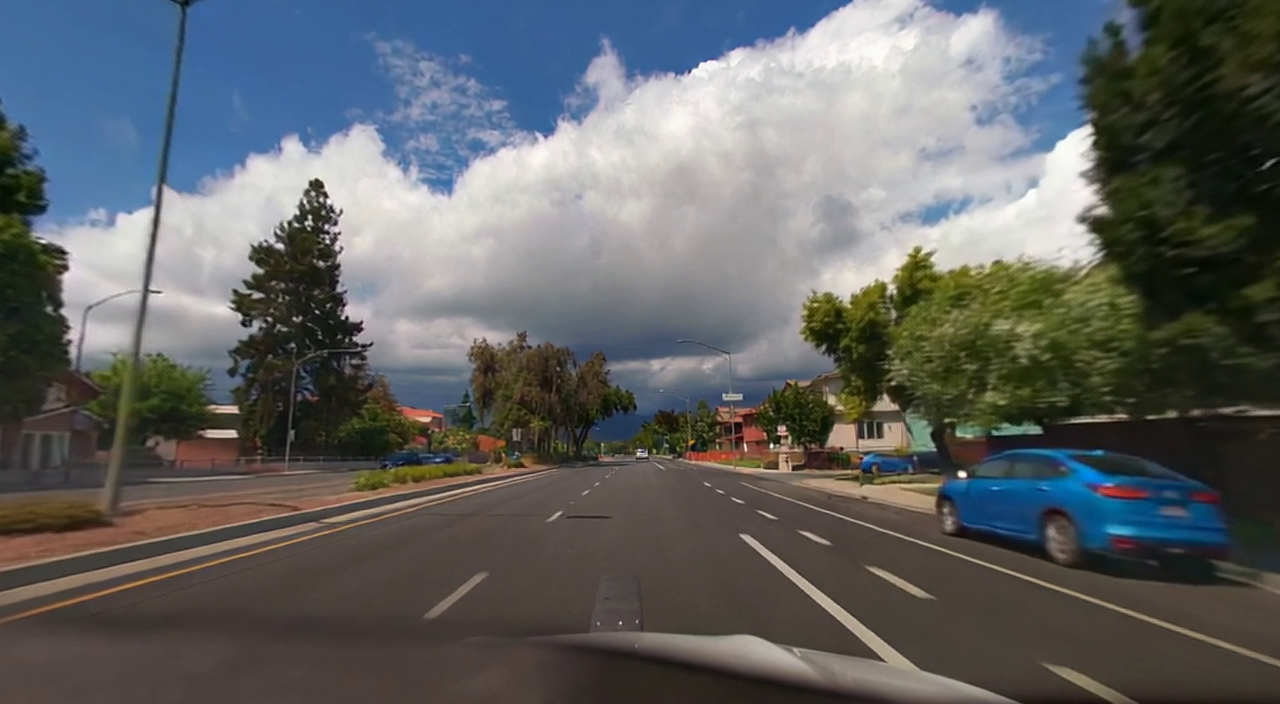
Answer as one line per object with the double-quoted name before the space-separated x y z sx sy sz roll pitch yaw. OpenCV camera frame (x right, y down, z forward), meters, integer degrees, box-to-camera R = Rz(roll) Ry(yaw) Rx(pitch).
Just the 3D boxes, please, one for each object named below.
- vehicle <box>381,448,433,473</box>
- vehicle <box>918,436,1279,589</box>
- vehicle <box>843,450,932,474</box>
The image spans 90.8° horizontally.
"vehicle" -16.400 7.616 44.753 1.912 1.651 4.574 0 -9 0
"vehicle" 5.909 1.956 8.689 2.041 1.519 4.481 0 -8 -1
"vehicle" 15.907 7.110 40.768 4.913 1.470 2.045 0 -8 1
